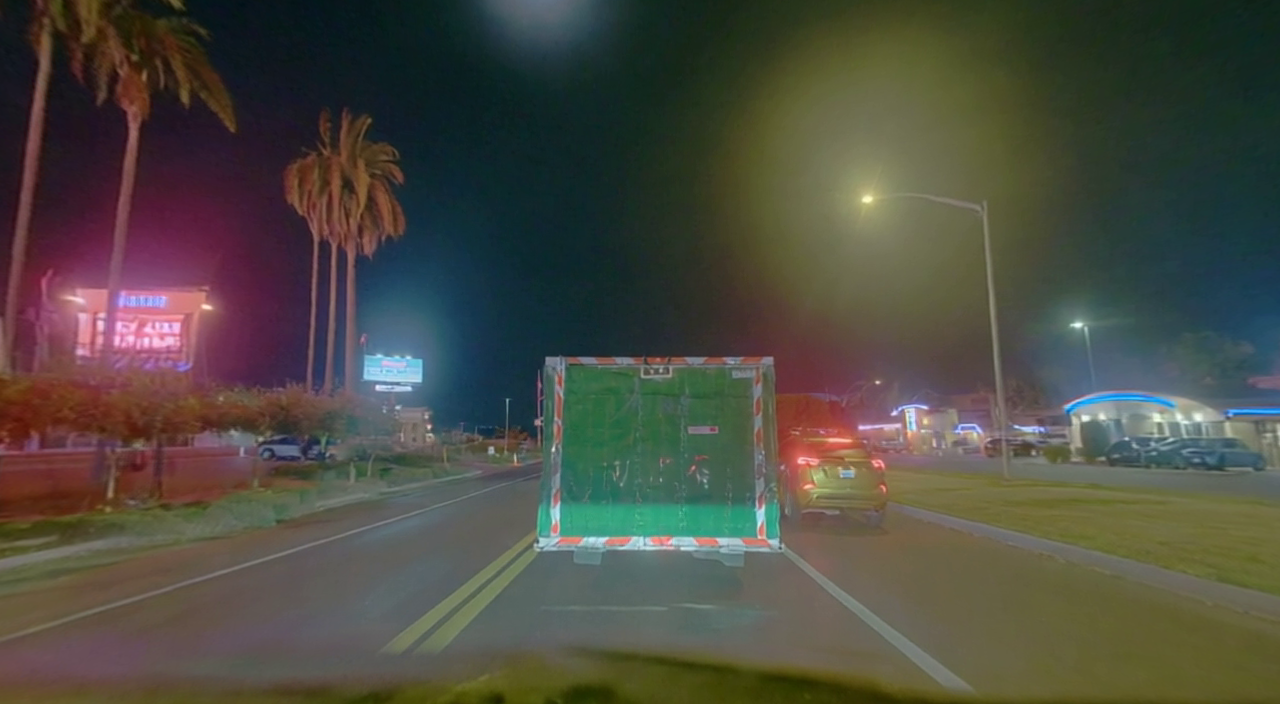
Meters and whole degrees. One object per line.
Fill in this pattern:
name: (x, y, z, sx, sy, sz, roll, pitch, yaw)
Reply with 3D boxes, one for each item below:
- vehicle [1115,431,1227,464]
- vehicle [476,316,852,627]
vehicle: (28.555, 5.163, 33.942, 4.193, 1.633, 1.928, -4, -9, 26)
vehicle: (0.148, 1.331, 7.945, 2.728, 2.305, 6.506, 0, -8, 0)
